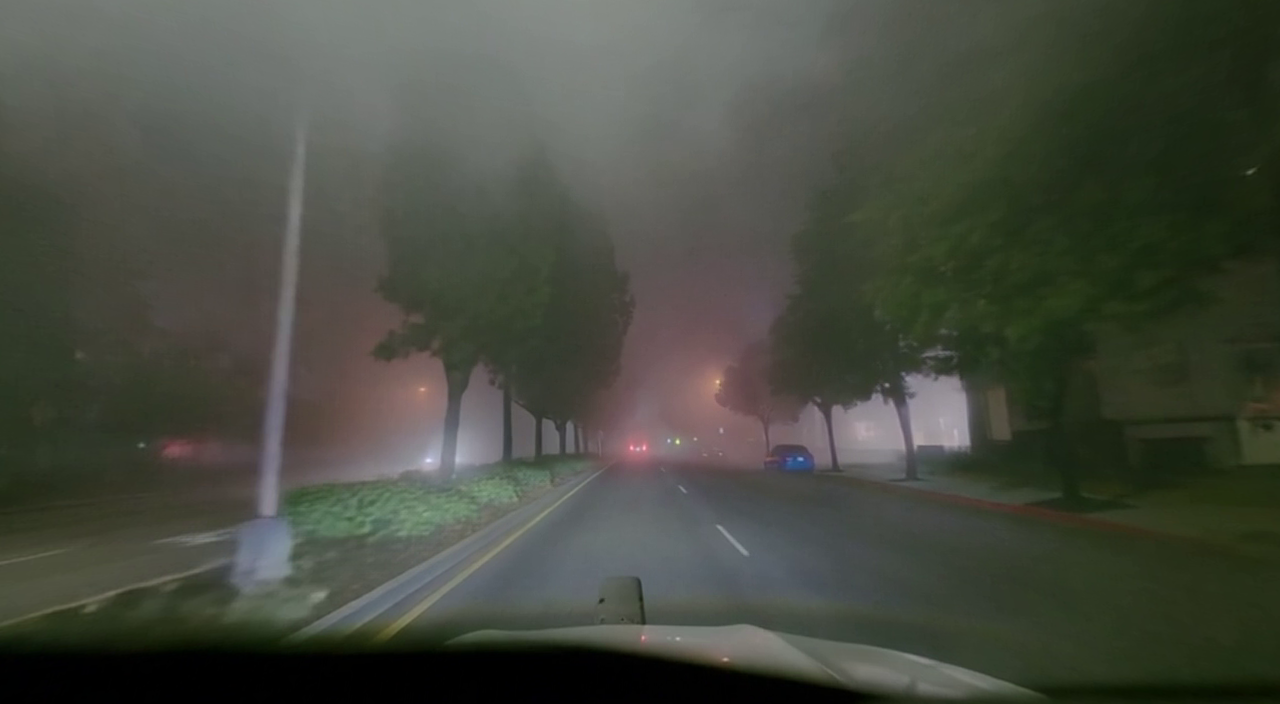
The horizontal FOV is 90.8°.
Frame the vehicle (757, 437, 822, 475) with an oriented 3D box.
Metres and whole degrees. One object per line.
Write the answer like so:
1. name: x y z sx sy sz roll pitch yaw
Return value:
1. vehicle: 7.842 5.506 33.608 2.167 1.848 4.713 0 -9 -2
